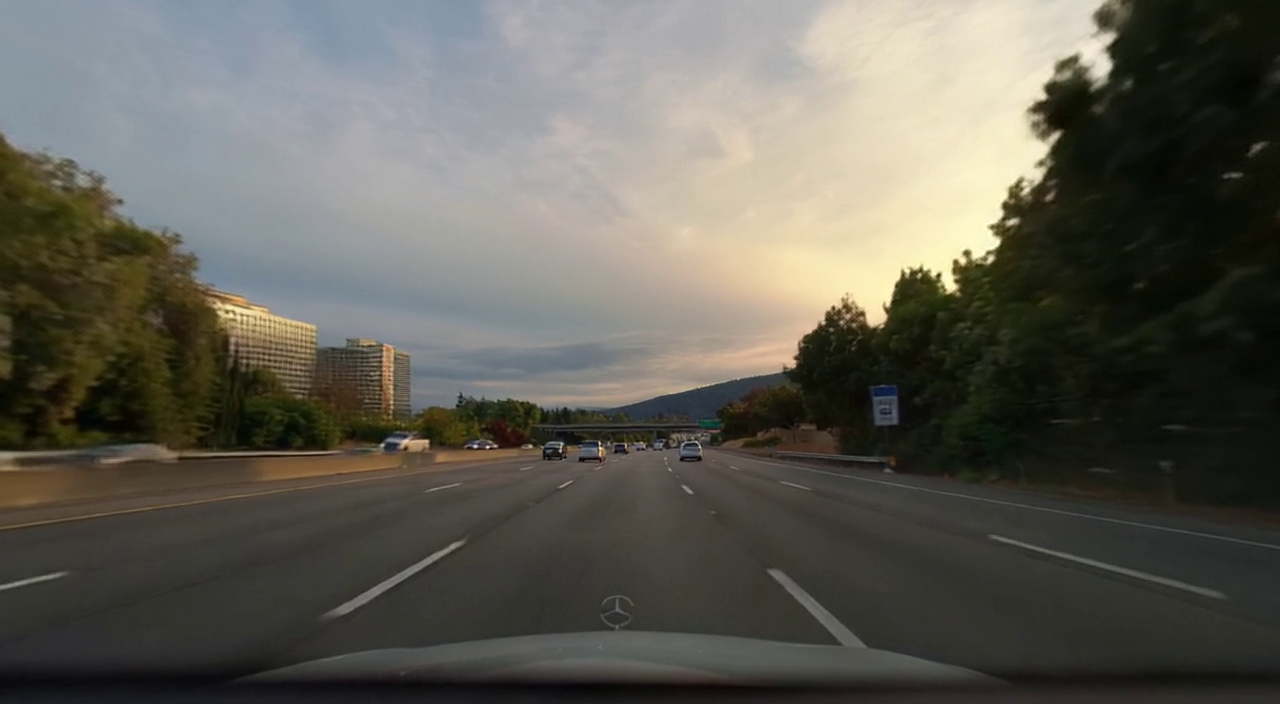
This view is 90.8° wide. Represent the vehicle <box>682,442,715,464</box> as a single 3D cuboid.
[{"bbox_3d":[3.987,7.011,43.949,1.967,1.475,4.080,0,-8,1],"label":"vehicle"}]

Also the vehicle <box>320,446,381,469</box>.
[{"bbox_3d":[-19.289,7.038,42.325,1.834,1.450,4.462,0,-8,2],"label":"vehicle"}]

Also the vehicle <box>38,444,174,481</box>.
[{"bbox_3d":[-23.606,4.887,28.223,1.893,1.489,4.706,0,-8,1],"label":"vehicle"}]

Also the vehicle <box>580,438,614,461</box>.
[{"bbox_3d":[-3.291,7.563,49.016,2.179,1.693,4.204,0,-8,2],"label":"vehicle"}]
